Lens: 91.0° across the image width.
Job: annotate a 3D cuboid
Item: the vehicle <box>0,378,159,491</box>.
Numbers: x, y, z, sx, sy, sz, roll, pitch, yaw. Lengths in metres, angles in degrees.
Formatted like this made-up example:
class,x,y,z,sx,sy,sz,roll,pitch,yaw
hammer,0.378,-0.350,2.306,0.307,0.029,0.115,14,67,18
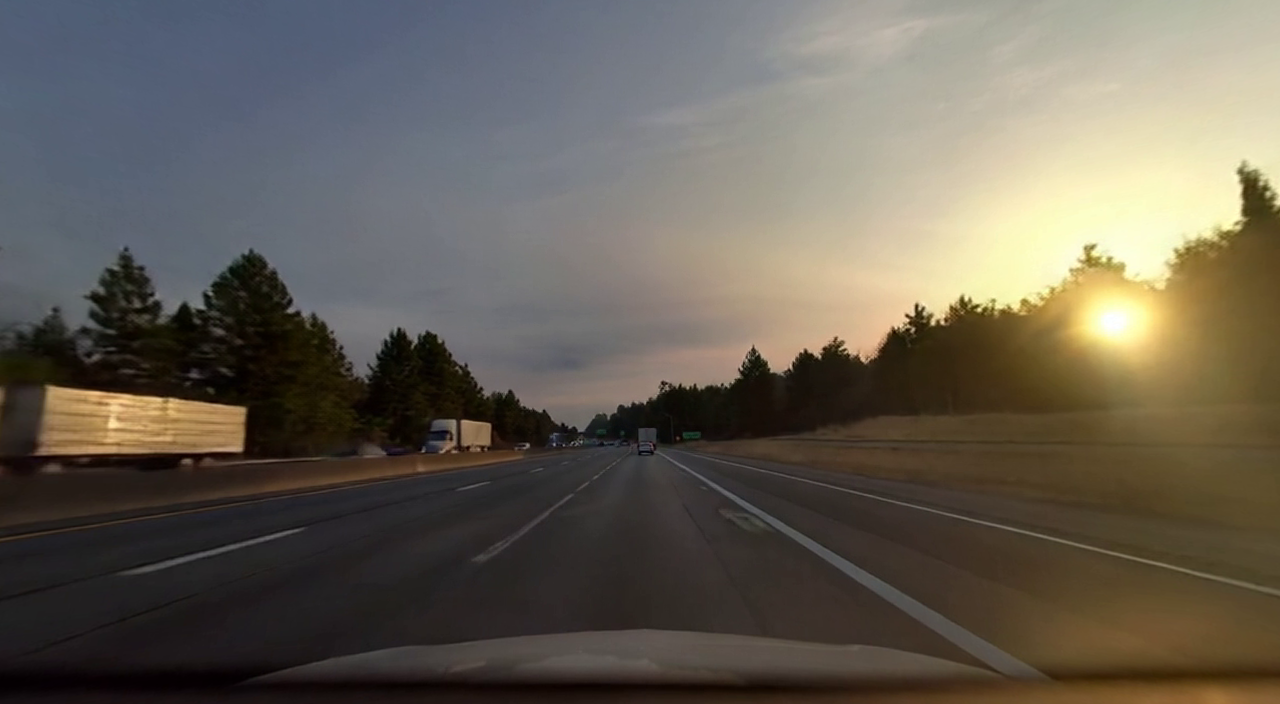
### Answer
class,x,y,z,sx,sy,sz,roll,pitch,yaw
vehicle,-22.386,2.931,22.143,3.019,3.659,9.658,0,-8,1

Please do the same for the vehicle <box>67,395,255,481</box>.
class,x,y,z,sx,sy,sz,roll,pitch,yaw
vehicle,-22.389,4.136,30.156,2.827,3.536,7.540,0,-8,1
